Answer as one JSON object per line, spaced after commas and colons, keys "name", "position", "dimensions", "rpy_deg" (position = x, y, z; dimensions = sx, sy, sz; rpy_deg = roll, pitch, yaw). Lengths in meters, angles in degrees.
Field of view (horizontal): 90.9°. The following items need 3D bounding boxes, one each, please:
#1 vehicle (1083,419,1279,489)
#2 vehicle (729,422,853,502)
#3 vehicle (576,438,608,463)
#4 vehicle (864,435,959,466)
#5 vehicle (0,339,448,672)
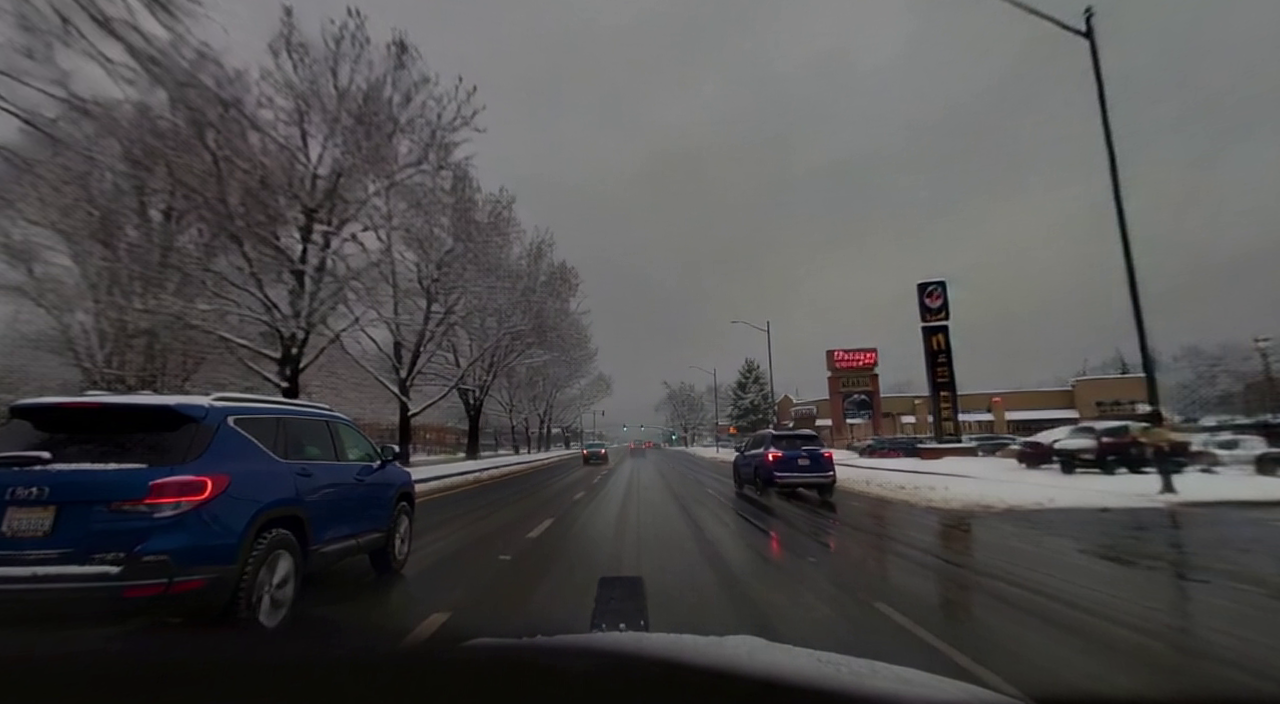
{"name": "vehicle", "position": [14.832, 2.679, 16.648], "dimensions": [4.647, 1.725, 1.991], "rpy_deg": [0, -8, 1]}
{"name": "vehicle", "position": [3.672, 2.768, 16.232], "dimensions": [2.024, 1.773, 4.431], "rpy_deg": [0, -8, -1]}
{"name": "vehicle", "position": [-3.602, 7.546, 48.261], "dimensions": [2.112, 1.775, 4.404], "rpy_deg": [0, -8, 0]}
{"name": "vehicle", "position": [13.830, 5.026, 32.202], "dimensions": [4.040, 1.497, 1.702], "rpy_deg": [0, -8, -1]}
{"name": "vehicle", "position": [-3.727, 1.226, 6.115], "dimensions": [2.210, 1.925, 4.838], "rpy_deg": [0, -8, 0]}
